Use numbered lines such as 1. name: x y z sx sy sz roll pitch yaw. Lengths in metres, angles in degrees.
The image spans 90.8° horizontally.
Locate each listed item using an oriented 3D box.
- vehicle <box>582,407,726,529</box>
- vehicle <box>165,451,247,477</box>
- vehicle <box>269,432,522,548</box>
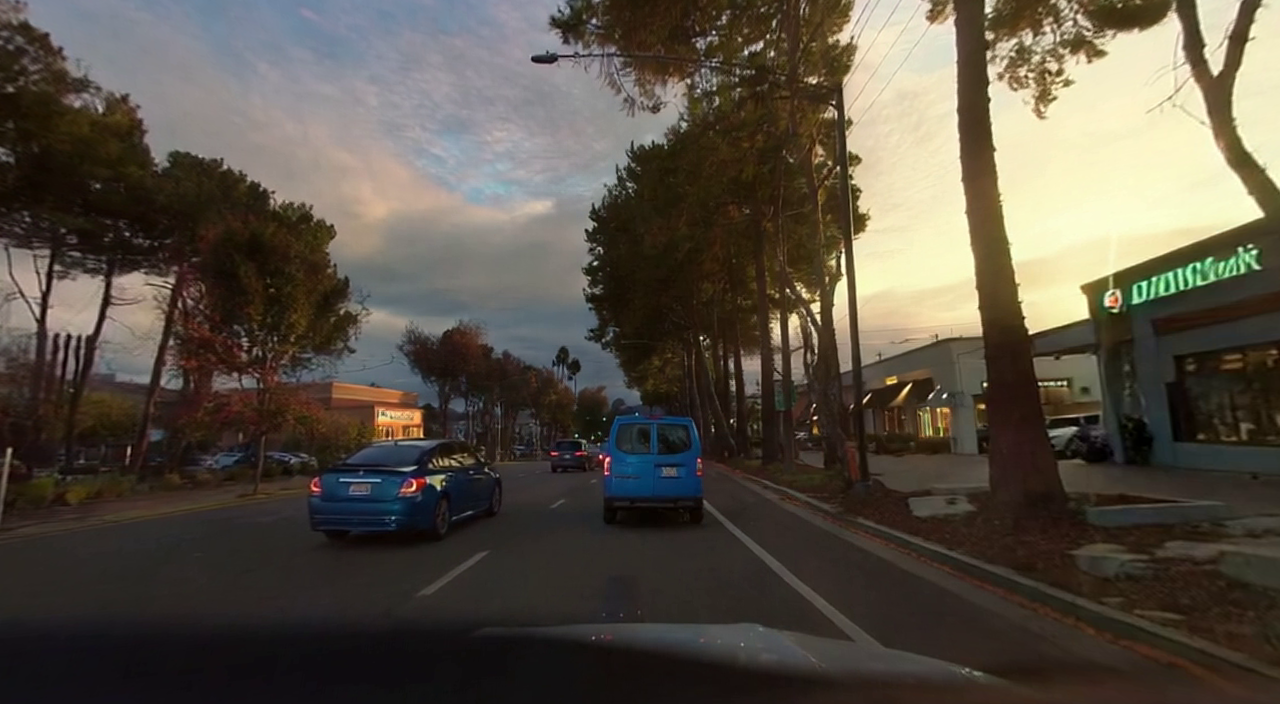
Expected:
1. vehicle: 0.289 2.065 11.696 2.173 1.830 4.189 0 -9 2
2. vehicle: -32.789 8.455 47.951 1.977 1.788 4.978 -2 -9 13
3. vehicle: -3.592 2.122 10.525 1.991 1.459 4.813 -1 -9 4
